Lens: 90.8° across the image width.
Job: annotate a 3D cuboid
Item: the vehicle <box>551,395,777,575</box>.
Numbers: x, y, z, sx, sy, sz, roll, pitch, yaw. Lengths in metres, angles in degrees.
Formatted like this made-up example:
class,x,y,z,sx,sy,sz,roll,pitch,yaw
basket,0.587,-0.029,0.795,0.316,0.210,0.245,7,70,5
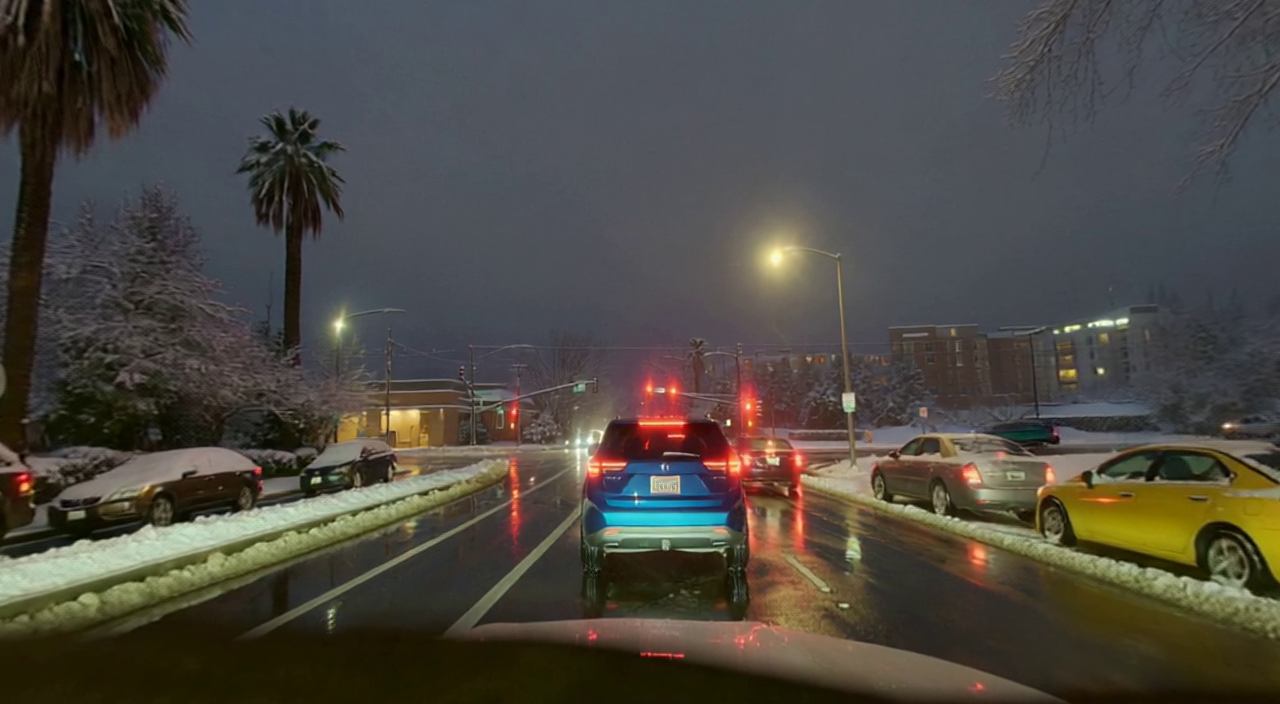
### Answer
class,x,y,z,sx,sy,sz,roll,pitch,yaw
vehicle,0.260,1.656,8.563,2.264,1.798,4.258,0,-8,1

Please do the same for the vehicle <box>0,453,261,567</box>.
class,x,y,z,sx,sy,sz,roll,pitch,yaw
vehicle,-9.576,2.793,11.900,2.054,1.467,4.595,-3,-7,0

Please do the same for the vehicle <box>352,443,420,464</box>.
class,x,y,z,sx,sy,sz,roll,pitch,yaw
vehicle,-18.724,7.486,46.653,1.759,1.457,4.297,-7,-11,39

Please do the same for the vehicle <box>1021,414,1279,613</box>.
class,x,y,z,sx,sy,sz,roll,pitch,yaw
vehicle,6.440,1.602,6.937,1.935,1.672,4.139,0,-8,1

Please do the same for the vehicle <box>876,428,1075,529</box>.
class,x,y,z,sx,sy,sz,roll,pitch,yaw
vehicle,6.667,2.529,13.244,1.930,1.736,4.329,-1,-8,3
